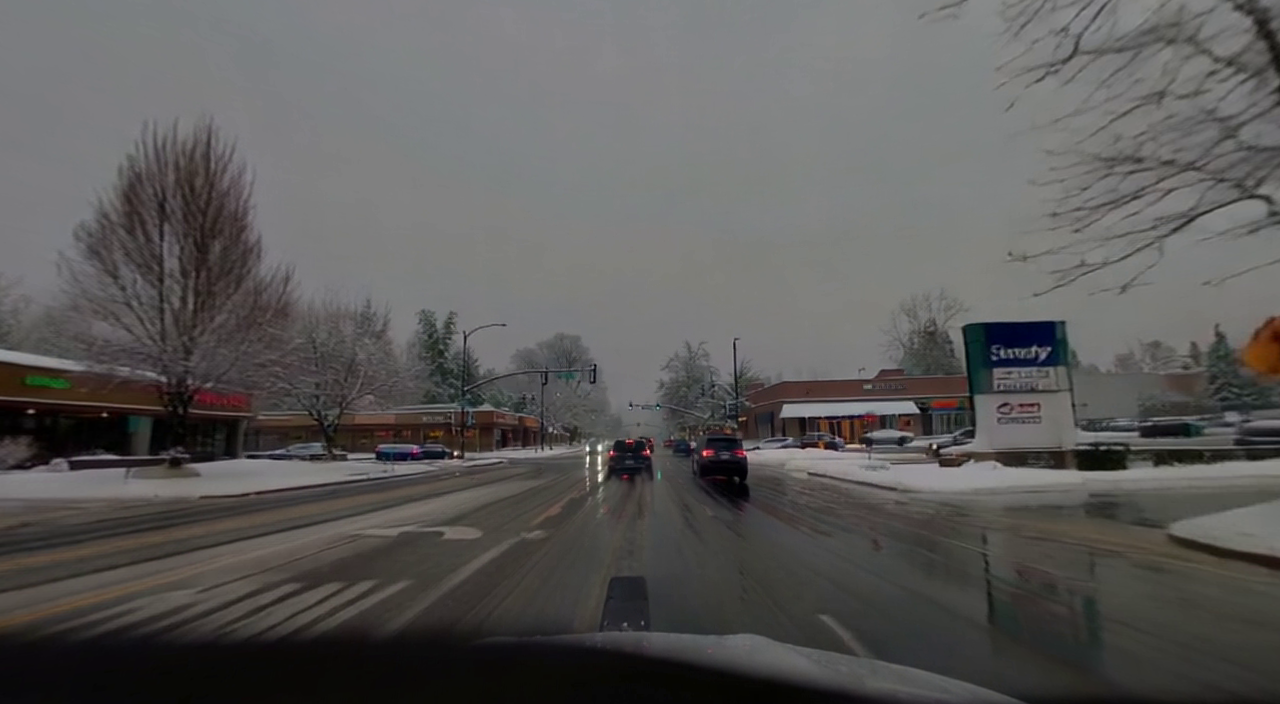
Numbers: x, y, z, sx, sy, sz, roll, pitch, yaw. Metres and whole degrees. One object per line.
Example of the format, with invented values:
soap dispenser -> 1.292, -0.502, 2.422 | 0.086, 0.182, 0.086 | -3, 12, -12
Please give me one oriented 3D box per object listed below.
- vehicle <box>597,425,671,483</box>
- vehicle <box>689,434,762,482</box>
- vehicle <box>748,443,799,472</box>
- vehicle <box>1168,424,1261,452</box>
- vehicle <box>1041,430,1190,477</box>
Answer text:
vehicle -> -0.211, 4.053, 25.313 | 2.638, 2.065, 5.313 | 0, -8, 0
vehicle -> 3.362, 4.291, 25.824 | 2.276, 1.787, 4.630 | 0, -8, -1
vehicle -> 7.018, 5.582, 33.534 | 2.002, 1.427, 4.436 | -1, -8, 3
vehicle -> 35.223, 5.329, 38.787 | 1.817, 1.548, 4.050 | -2, -9, -1
vehicle -> 16.585, 3.523, 22.100 | 3.880, 1.538, 1.862 | 1, -8, -8
